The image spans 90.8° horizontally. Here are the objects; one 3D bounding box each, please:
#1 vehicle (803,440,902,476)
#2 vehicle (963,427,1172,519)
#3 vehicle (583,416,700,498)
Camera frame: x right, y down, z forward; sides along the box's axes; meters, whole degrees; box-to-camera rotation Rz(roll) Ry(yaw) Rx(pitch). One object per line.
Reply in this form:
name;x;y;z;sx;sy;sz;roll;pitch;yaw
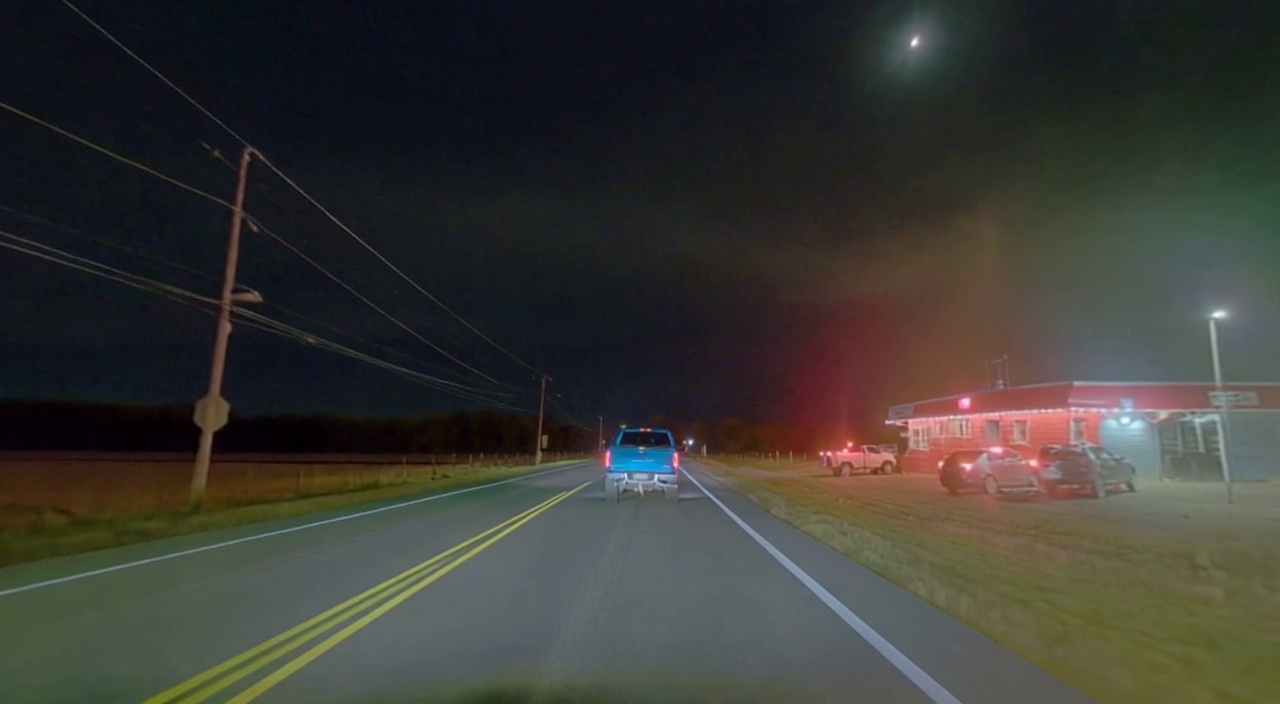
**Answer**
vehicle;11.360;5.572;33.630;5.304;1.754;2.340;6;-11;-37
vehicle;11.384;3.071;16.692;5.776;1.936;2.535;6;-8;-34
vehicle;0.090;3.171;19.541;2.921;2.031;7.416;0;-8;1
